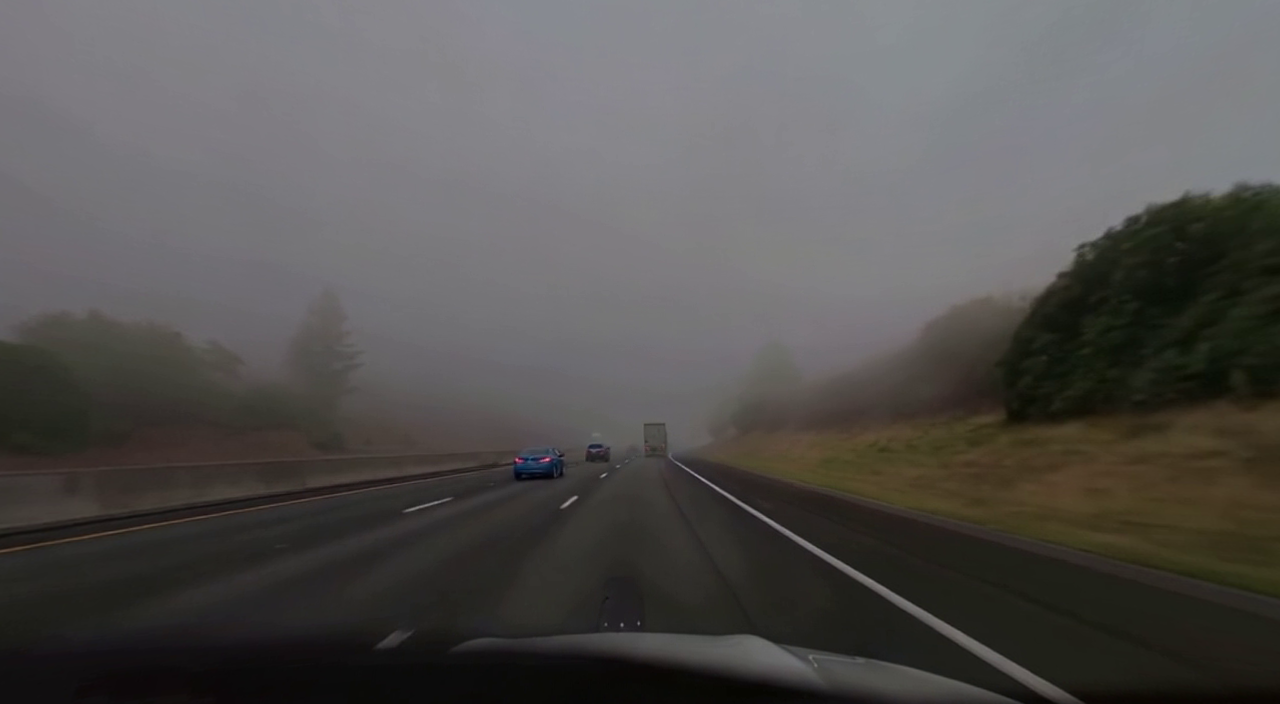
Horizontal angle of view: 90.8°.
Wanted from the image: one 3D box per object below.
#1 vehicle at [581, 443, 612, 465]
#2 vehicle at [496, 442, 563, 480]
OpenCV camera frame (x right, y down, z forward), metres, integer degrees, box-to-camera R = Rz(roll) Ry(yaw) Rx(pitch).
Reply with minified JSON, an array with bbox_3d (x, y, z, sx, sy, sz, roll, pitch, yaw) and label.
[{"bbox_3d":[-3.114,7.399,45.865,1.943,1.460,3.961,0,-9,1],"label":"vehicle"},{"bbox_3d":[-4.571,4.605,26.850,2.078,1.469,4.371,0,-9,0],"label":"vehicle"}]
